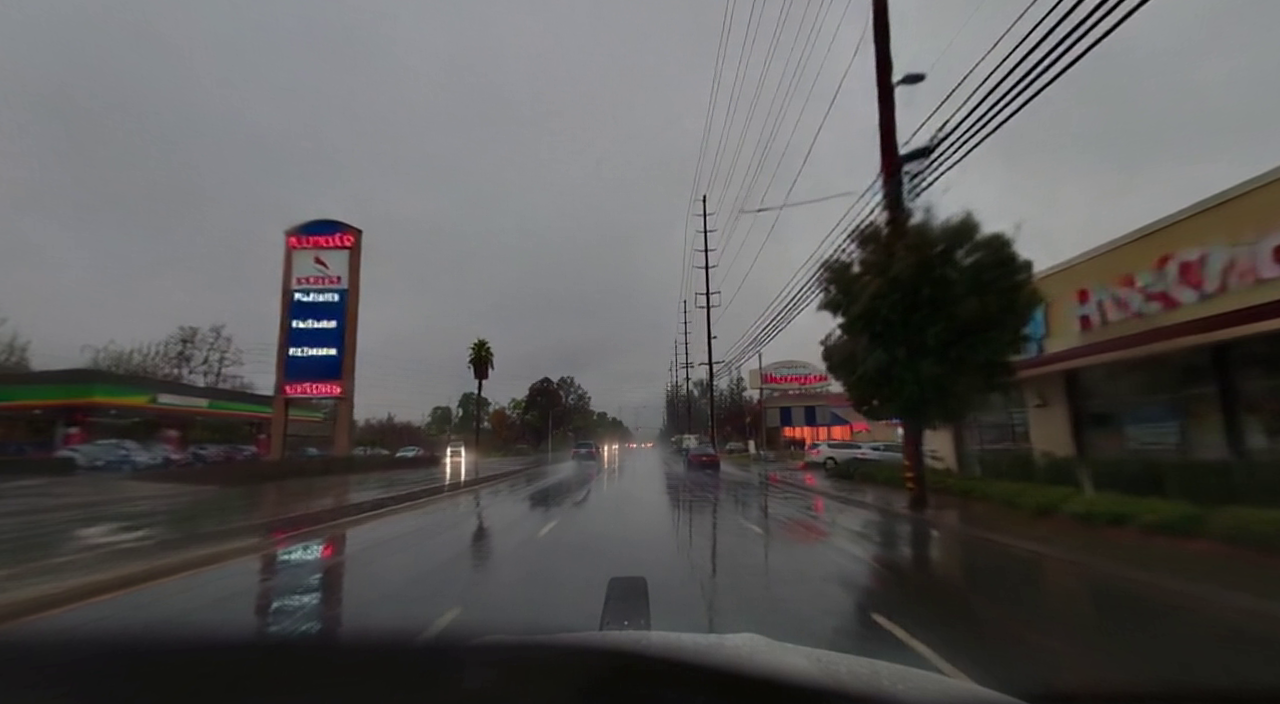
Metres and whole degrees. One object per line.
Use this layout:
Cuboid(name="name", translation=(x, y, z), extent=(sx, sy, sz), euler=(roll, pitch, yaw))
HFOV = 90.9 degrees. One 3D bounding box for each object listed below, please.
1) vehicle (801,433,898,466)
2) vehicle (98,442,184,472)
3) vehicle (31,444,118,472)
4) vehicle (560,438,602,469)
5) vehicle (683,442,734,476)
Cuboid(name="vehicle", translation=(12.125, 5.654, 36.710), extent=(4.832, 1.813, 2.170), euler=(1, -9, -6))
Cuboid(name="vehicle", translation=(-31.302, 6.592, 39.736), extent=(1.859, 1.704, 4.366), euler=(-1, -9, -1))
Cuboid(name="vehicle", translation=(-34.599, 6.470, 38.708), extent=(1.923, 1.597, 4.127), euler=(1, -9, -10))
Cuboid(name="vehicle", translation=(-3.362, 5.914, 36.751), extent=(2.047, 1.664, 4.148), euler=(0, -9, 0))
Cuboid(name="vehicle", translation=(3.363, 5.306, 31.608), extent=(1.978, 1.455, 4.195), euler=(4, -9, -1))
